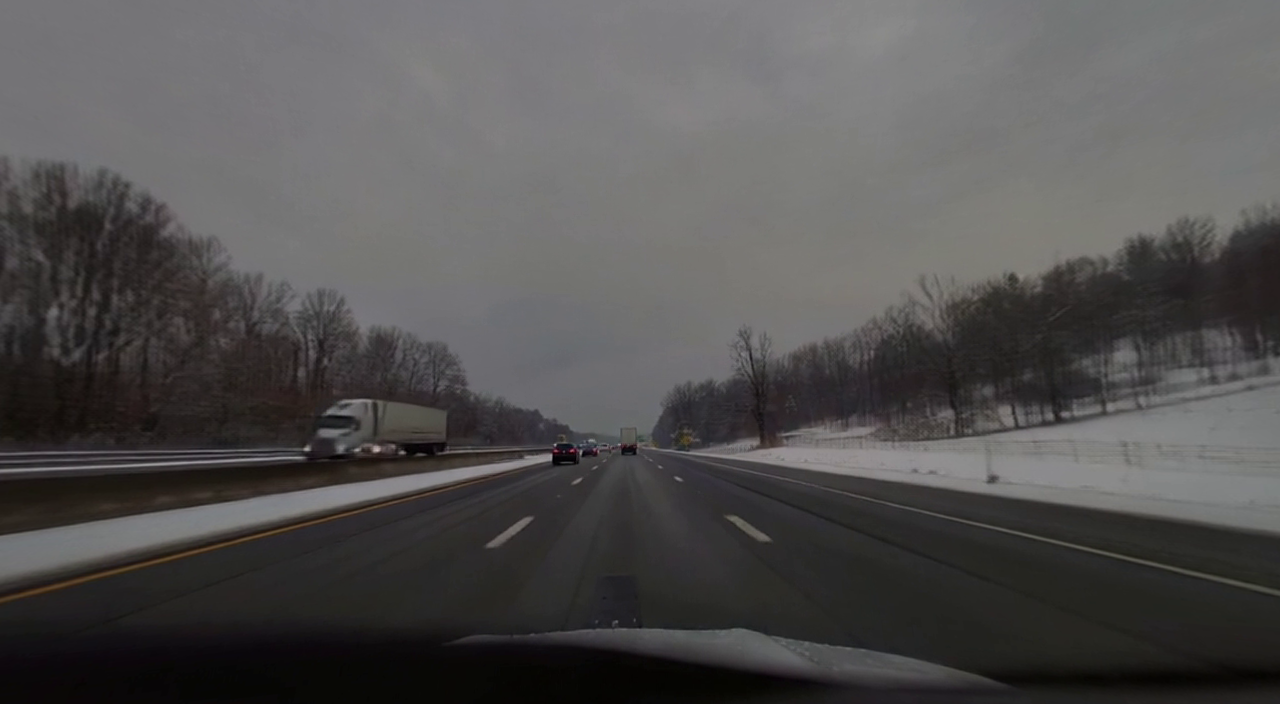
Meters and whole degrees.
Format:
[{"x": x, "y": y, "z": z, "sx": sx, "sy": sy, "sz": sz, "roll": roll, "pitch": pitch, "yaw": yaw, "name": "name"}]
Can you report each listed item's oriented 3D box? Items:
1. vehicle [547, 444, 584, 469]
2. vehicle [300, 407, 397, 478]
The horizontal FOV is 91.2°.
[{"x": -4.707, "y": 6.651, "z": 39.973, "sx": 1.963, "sy": 1.475, "sz": 3.665, "roll": 0, "pitch": -9, "yaw": -1, "name": "vehicle"}, {"x": -17.517, "y": 5.523, "z": 38.191, "sx": 2.968, "sy": 3.949, "sz": 6.095, "roll": 1, "pitch": -9, "yaw": -2, "name": "vehicle"}]
